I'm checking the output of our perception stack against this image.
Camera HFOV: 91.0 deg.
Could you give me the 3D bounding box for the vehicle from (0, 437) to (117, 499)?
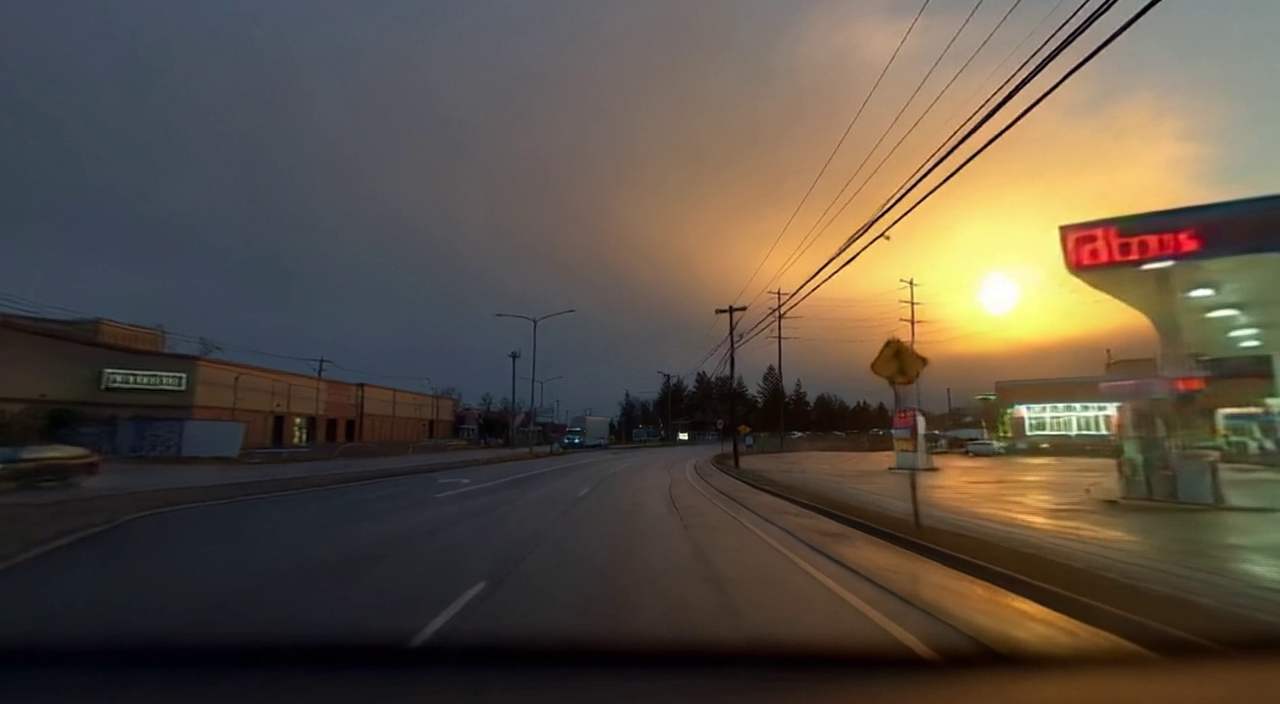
[{"bbox_3d":[-18.017,3.274,18.015,2.011,1.646,4.522,0,-9,3],"label":"vehicle"}]
